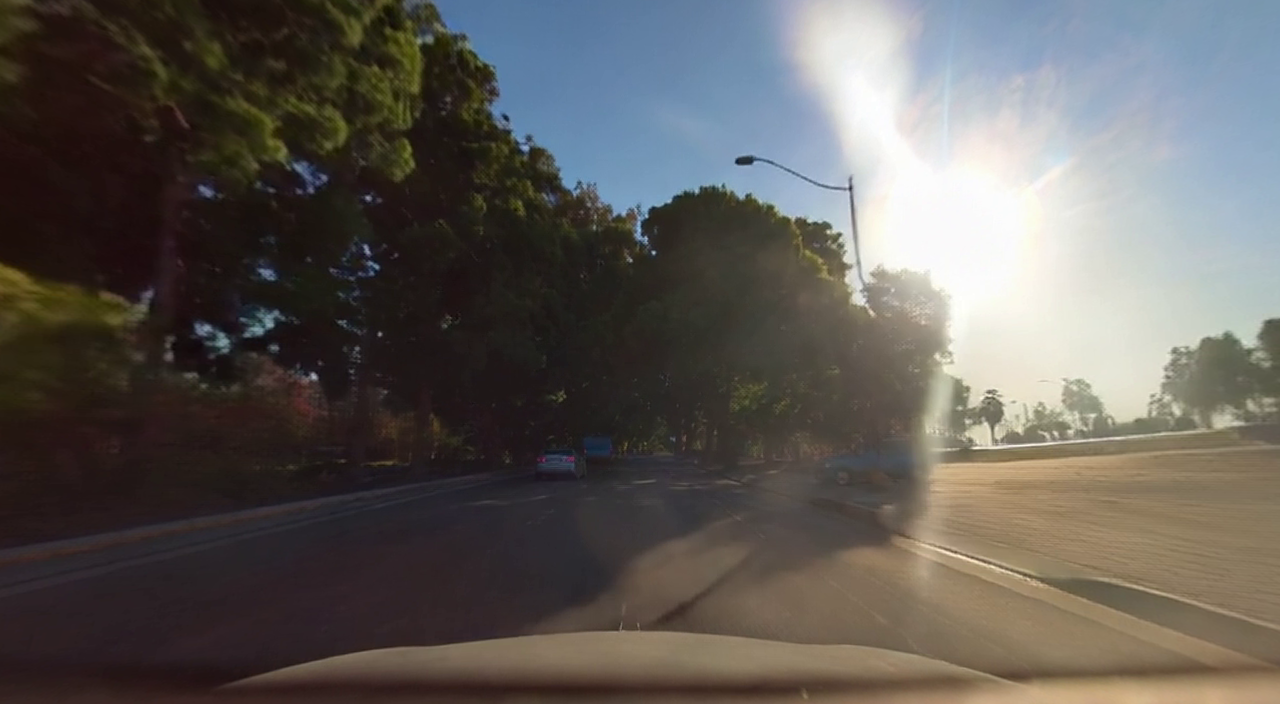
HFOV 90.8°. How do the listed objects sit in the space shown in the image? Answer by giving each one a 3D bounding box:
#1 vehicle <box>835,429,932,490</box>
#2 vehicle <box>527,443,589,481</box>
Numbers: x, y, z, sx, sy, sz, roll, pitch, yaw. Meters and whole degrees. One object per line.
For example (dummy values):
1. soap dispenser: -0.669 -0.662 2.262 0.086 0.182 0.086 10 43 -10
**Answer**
1. vehicle: 7.100 3.155 18.707 1.596 1.654 2.920 0 -9 -1
2. vehicle: -3.345 4.574 26.559 2.009 1.473 4.028 0 -9 0
